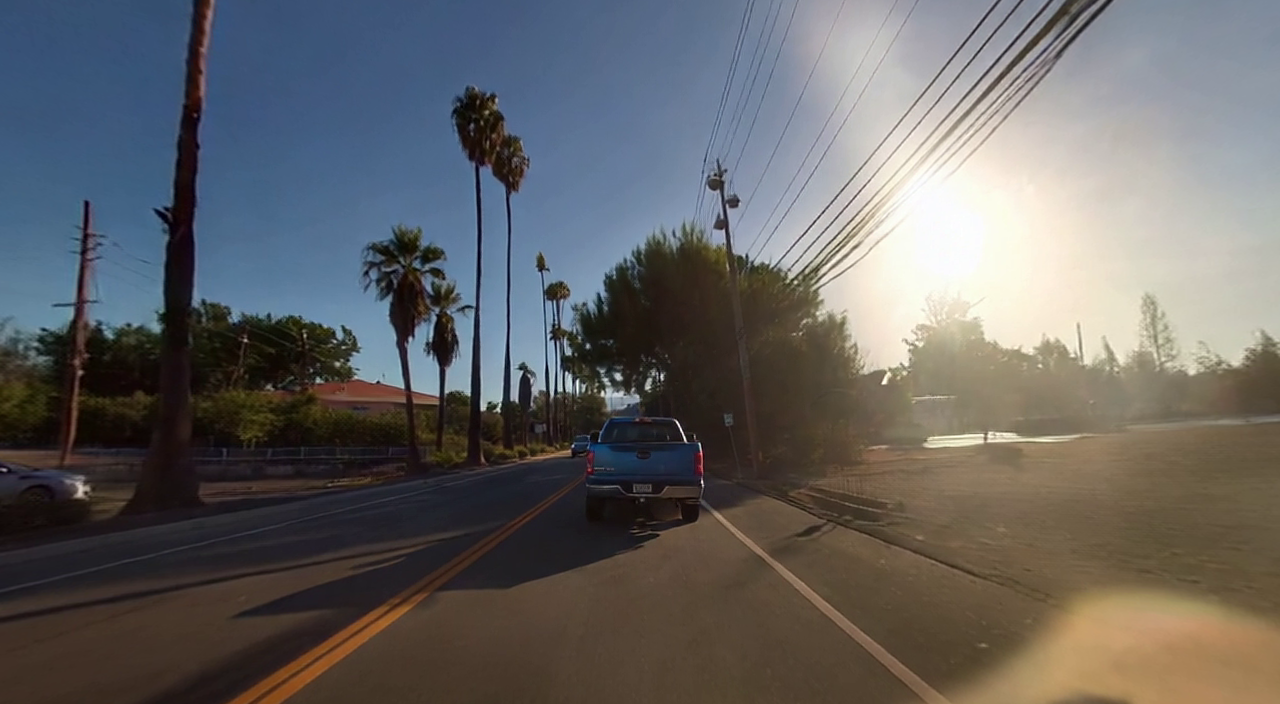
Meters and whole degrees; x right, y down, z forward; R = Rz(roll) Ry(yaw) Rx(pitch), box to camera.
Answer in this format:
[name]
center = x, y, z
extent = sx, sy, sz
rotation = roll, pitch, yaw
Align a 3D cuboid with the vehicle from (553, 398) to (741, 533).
[vehicle]
center = 0.078, 2.144, 12.453
extent = 2.803, 2.005, 5.885
rotation = 0, -8, -1
